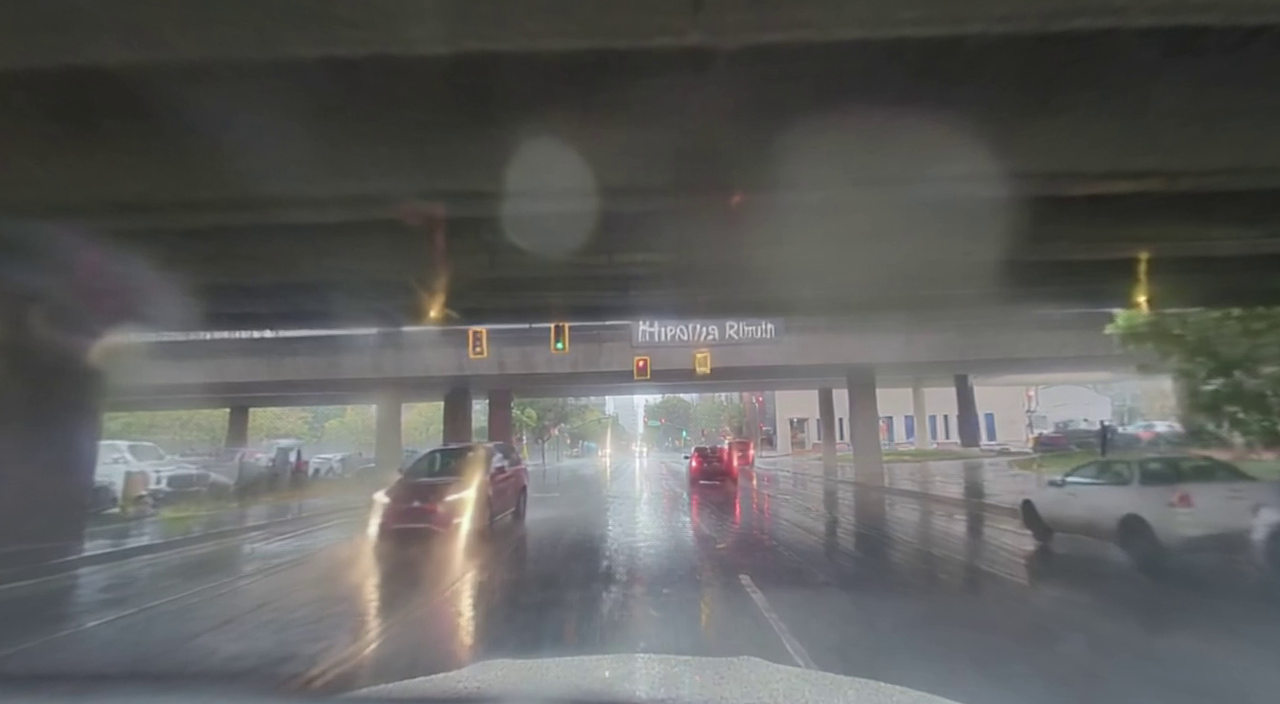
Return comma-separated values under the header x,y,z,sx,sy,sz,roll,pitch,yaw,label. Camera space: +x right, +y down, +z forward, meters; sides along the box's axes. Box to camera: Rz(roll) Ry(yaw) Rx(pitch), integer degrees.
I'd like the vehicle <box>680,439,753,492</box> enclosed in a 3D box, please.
x,y,z,sx,sy,sz,roll,pitch,yaw,label
2.446,3.744,21.122,1.947,1.576,3.825,0,-8,-1,vehicle

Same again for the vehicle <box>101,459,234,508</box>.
x,y,z,sx,sy,sz,roll,pitch,yaw,label
-18.179,5.031,24.566,1.778,1.629,4.330,0,-8,1,vehicle

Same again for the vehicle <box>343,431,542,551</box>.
x,y,z,sx,sy,sz,roll,pitch,yaw,label
-3.099,2.262,10.984,2.076,1.653,4.152,0,-8,1,vehicle

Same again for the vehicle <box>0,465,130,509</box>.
x,y,z,sx,sy,sz,roll,pitch,yaw,label
-24.659,5.715,27.032,1.771,1.516,4.508,0,-8,0,vehicle

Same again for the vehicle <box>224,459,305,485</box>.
x,y,z,sx,sy,sz,roll,pitch,yaw,label
-24.370,7.794,41.210,2.128,1.493,4.955,-1,-8,2,vehicle
